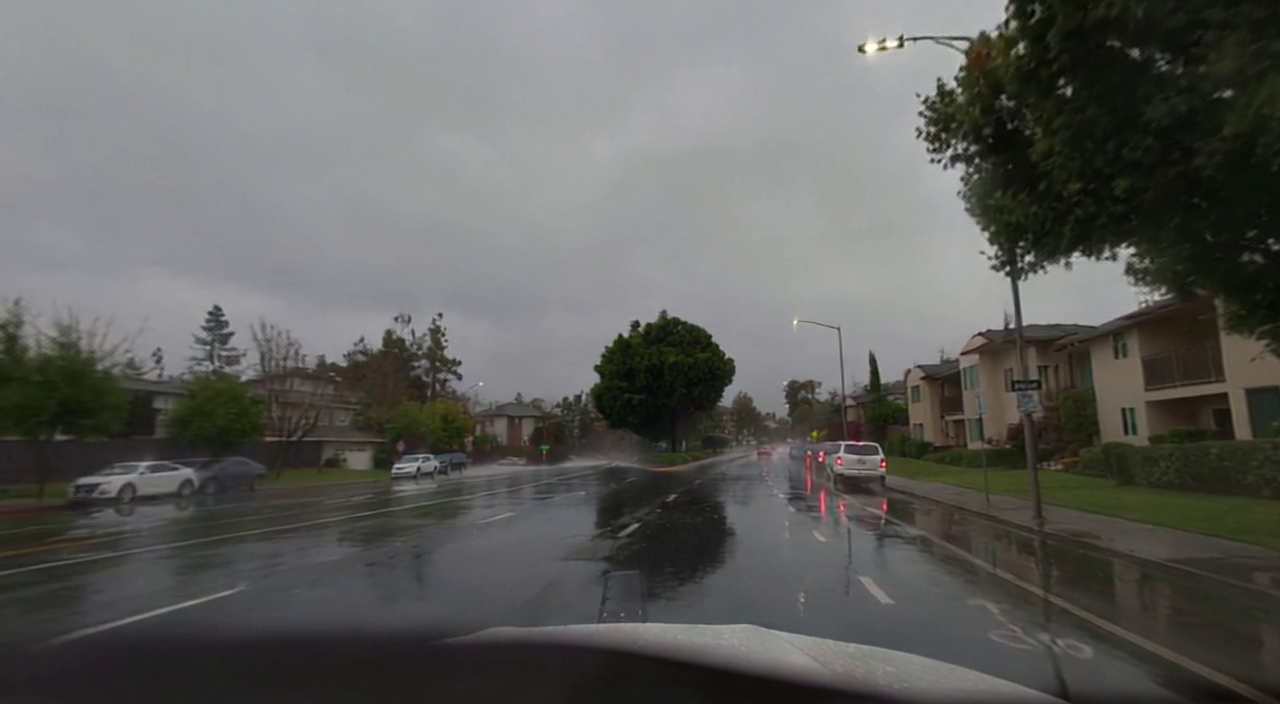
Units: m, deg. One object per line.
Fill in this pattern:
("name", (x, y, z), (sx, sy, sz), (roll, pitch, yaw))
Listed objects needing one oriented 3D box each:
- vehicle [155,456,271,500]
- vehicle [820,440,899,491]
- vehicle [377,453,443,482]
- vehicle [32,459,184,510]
("vehicle", (-19.597, 5.750, 29.186), (1.886, 1.777, 4.273), (-2, -9, 10))
("vehicle", (7.843, 4.053, 22.876), (2.011, 1.649, 4.001), (-2, -9, 10))
("vehicle", (-16.416, 8.256, 45.366), (2.060, 1.814, 5.097), (-2, -9, 11))
("vehicle", (-20.316, 5.031, 24.336), (1.809, 1.677, 4.253), (-1, -8, 7))
